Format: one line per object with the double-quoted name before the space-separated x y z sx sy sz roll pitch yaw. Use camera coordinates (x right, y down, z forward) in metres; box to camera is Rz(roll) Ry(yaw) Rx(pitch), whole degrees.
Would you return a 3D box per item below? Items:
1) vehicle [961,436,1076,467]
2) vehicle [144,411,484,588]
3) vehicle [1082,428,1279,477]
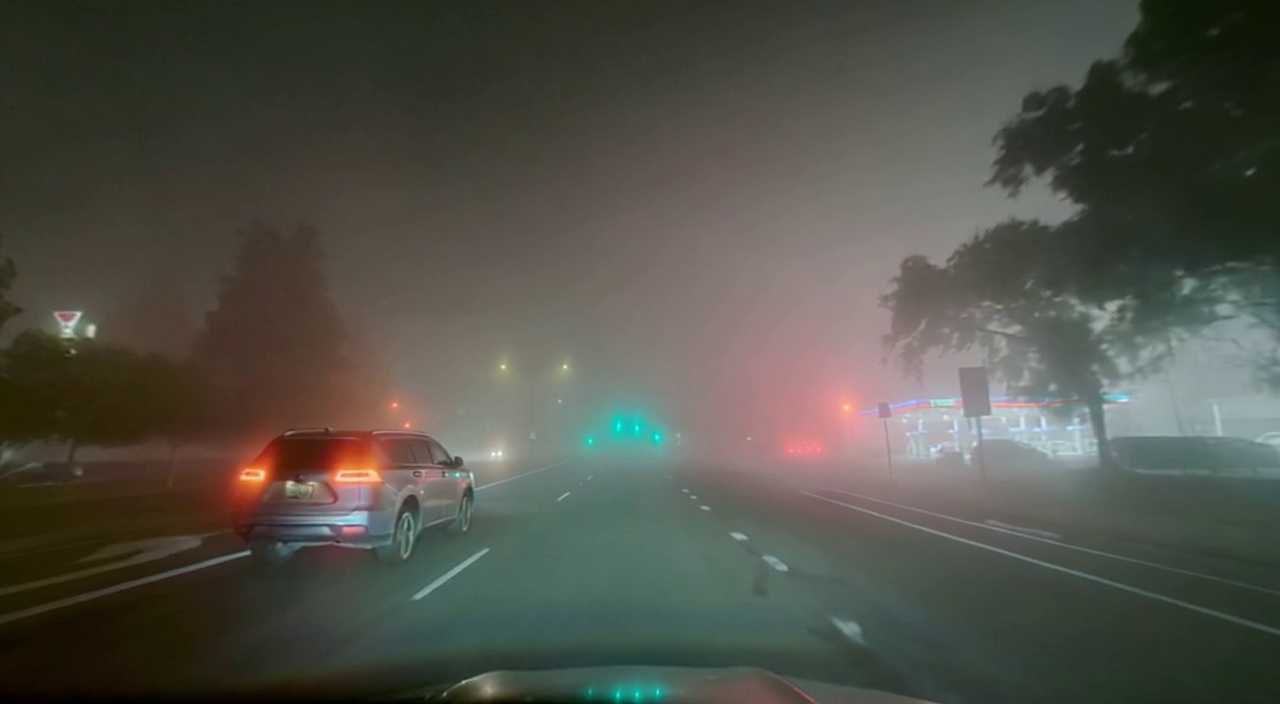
"vehicle" 18.458 4.882 30.836 4.398 1.457 1.806 0 -9 1
"vehicle" -3.676 1.751 8.375 2.039 1.656 4.710 0 -9 -1
"vehicle" 17.543 3.268 20.529 4.671 1.466 1.937 0 -9 5
